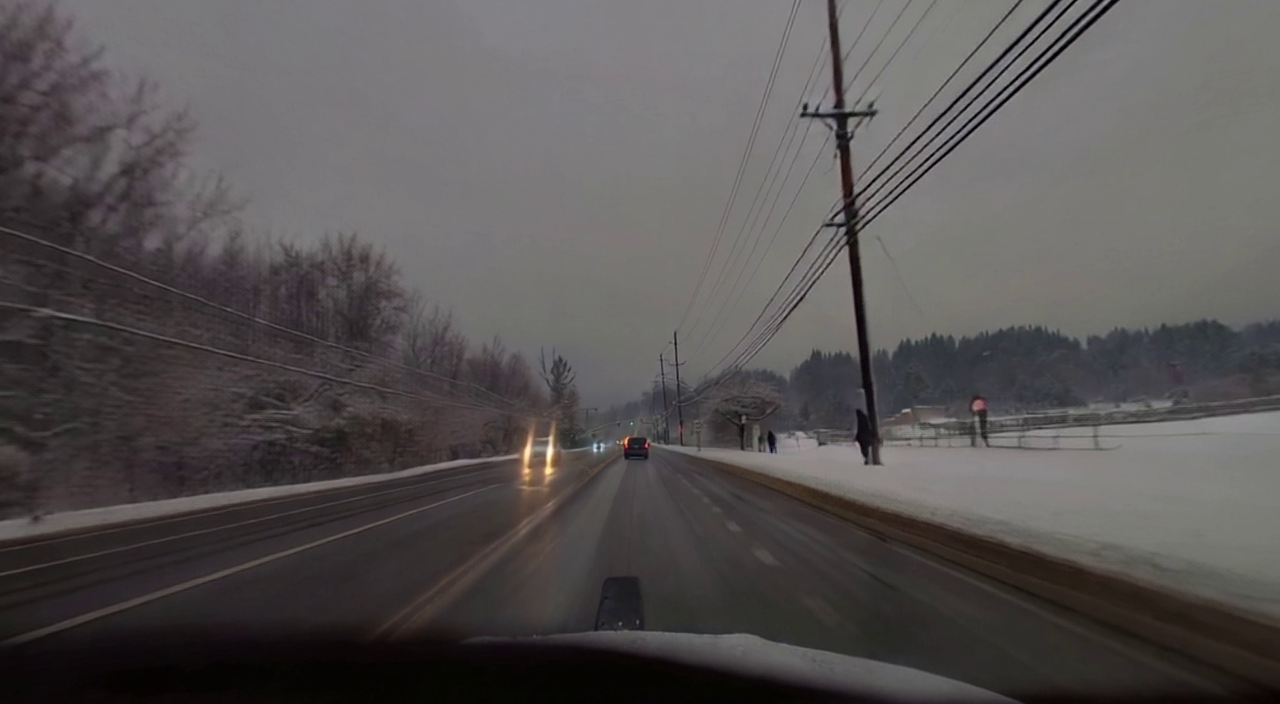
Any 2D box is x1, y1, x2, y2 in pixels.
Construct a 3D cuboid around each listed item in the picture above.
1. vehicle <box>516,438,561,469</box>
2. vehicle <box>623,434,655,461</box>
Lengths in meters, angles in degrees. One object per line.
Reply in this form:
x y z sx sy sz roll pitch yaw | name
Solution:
-6.058 6.094 38.195 1.960 1.704 4.229 -1 -8 0 | vehicle
-0.068 6.735 44.653 2.163 1.746 4.073 -1 -8 0 | vehicle
